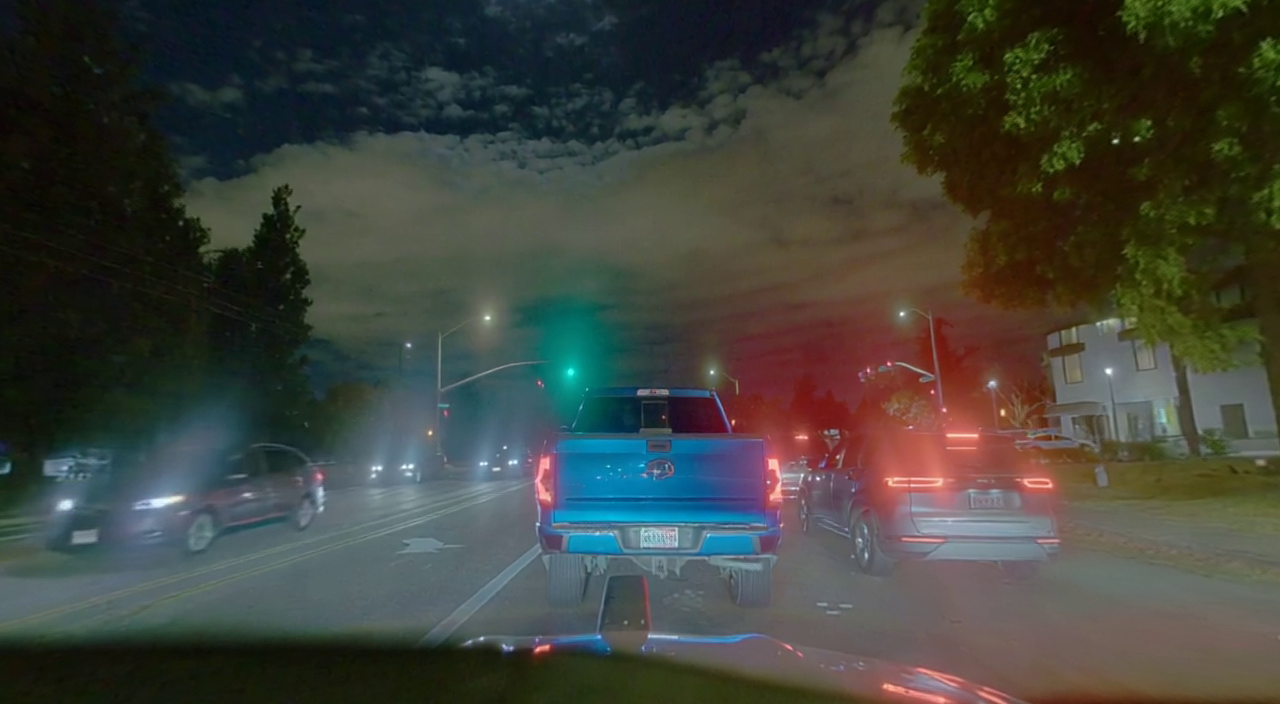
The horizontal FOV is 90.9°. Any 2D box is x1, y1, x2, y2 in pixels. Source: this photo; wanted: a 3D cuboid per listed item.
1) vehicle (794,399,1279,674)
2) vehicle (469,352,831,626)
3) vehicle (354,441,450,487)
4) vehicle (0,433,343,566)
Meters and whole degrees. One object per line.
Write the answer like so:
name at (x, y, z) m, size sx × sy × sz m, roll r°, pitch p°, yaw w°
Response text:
vehicle at (3.330, 1.506, 6.490) m, size 2.155 × 1.667 × 5.162 m, roll 0°, pitch -8°, yaw 0°
vehicle at (0.091, 1.394, 7.416) m, size 2.636 × 2.011 × 5.425 m, roll 0°, pitch -8°, yaw 1°
vehicle at (-9.243, 4.363, 24.920) m, size 1.920 × 1.563 × 4.643 m, roll -2°, pitch -8°, yaw 1°
vehicle at (-6.622, 2.023, 9.541) m, size 1.905 × 1.494 × 4.666 m, roll 0°, pitch -8°, yaw 1°
